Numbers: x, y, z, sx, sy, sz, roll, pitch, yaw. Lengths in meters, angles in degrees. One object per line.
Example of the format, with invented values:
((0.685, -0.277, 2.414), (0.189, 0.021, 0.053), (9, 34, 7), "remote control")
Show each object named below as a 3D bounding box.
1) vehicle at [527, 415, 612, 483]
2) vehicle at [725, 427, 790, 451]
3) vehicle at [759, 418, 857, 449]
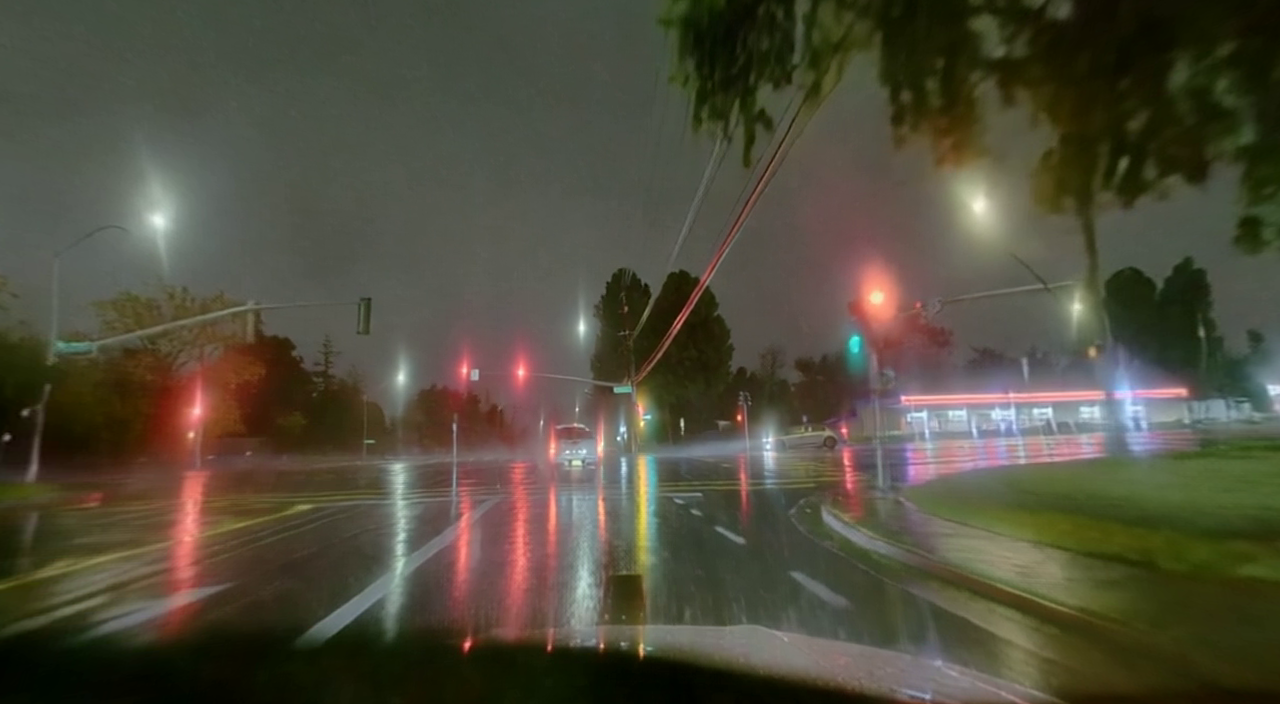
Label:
((-2.141, 3.023, 19.746), (2.300, 1.868, 4.690), (1, -8, -5), "vehicle")
((7.768, 5.767, 41.712), (3.990, 1.548, 1.780), (0, -8, 4), "vehicle")
((9.839, 4.825, 37.038), (5.149, 1.725, 1.964), (0, -8, -4), "vehicle")
